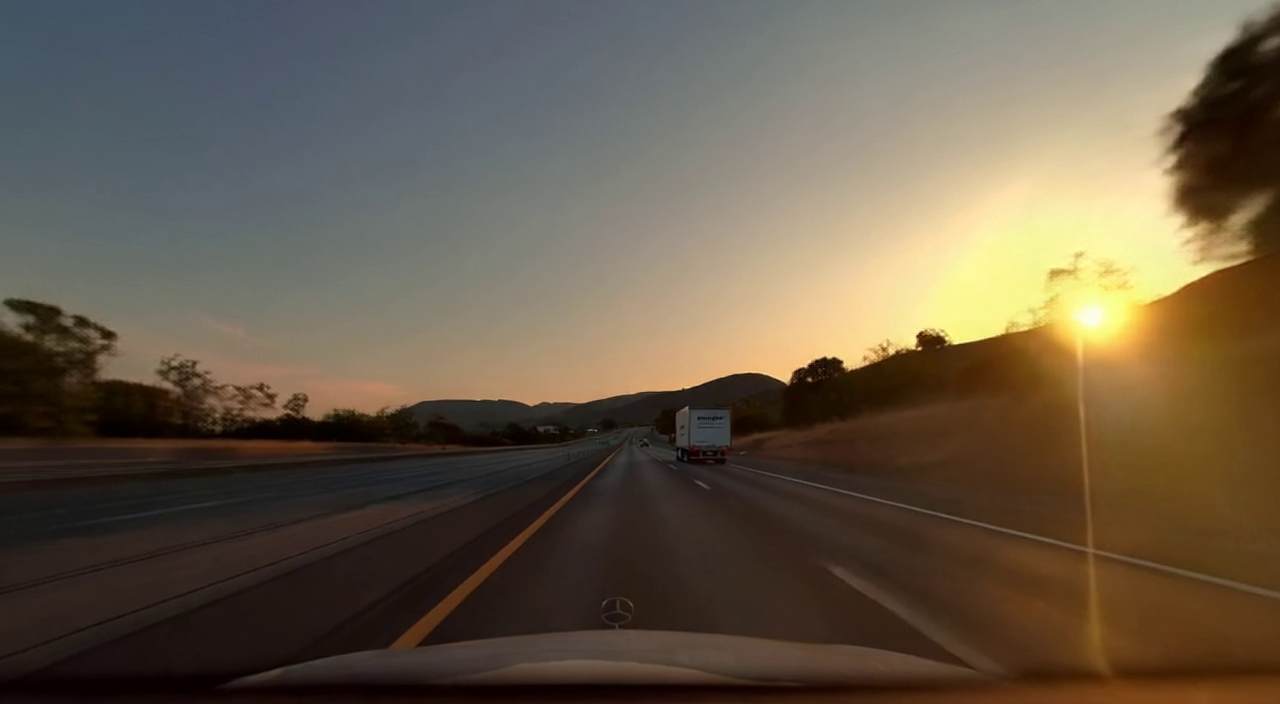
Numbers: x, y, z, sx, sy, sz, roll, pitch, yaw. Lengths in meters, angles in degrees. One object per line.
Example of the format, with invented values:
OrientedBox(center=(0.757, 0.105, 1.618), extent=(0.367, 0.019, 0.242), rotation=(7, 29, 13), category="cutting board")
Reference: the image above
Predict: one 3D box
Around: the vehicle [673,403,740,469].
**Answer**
OrientedBox(center=(3.431, 4.608, 34.445), extent=(2.702, 3.193, 7.196), rotation=(-1, -8, -1), category="vehicle")
